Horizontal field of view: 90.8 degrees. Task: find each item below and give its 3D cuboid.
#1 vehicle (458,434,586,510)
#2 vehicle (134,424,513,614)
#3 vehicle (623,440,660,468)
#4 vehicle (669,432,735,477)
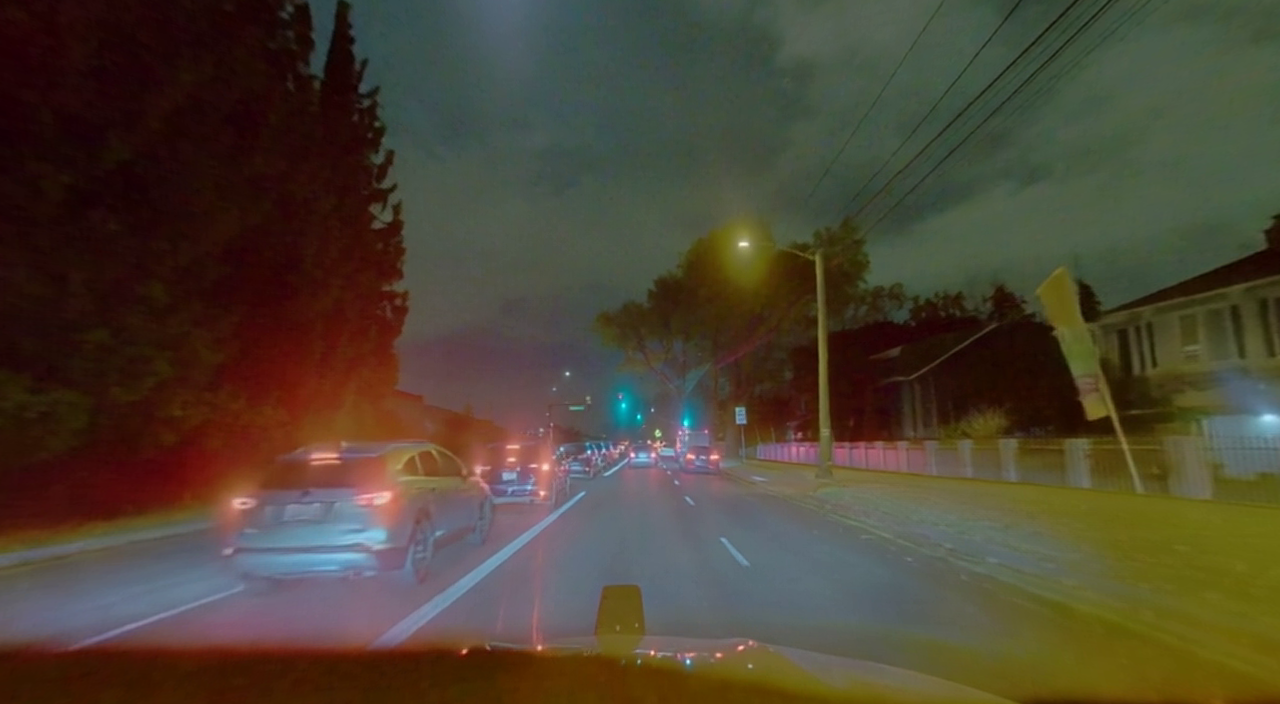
[{"bbox_3d":[-2.540,2.735,14.855,2.081,1.488,4.566,0,-9,1],"label":"vehicle"},{"bbox_3d":[-2.954,1.656,7.241,1.970,1.477,4.380,-1,-9,2],"label":"vehicle"},{"bbox_3d":[0.069,5.575,34.595,1.927,1.453,3.848,0,-9,0],"label":"vehicle"},{"bbox_3d":[2.511,4.318,26.773,2.258,1.682,4.635,0,-9,-1],"label":"vehicle"}]
